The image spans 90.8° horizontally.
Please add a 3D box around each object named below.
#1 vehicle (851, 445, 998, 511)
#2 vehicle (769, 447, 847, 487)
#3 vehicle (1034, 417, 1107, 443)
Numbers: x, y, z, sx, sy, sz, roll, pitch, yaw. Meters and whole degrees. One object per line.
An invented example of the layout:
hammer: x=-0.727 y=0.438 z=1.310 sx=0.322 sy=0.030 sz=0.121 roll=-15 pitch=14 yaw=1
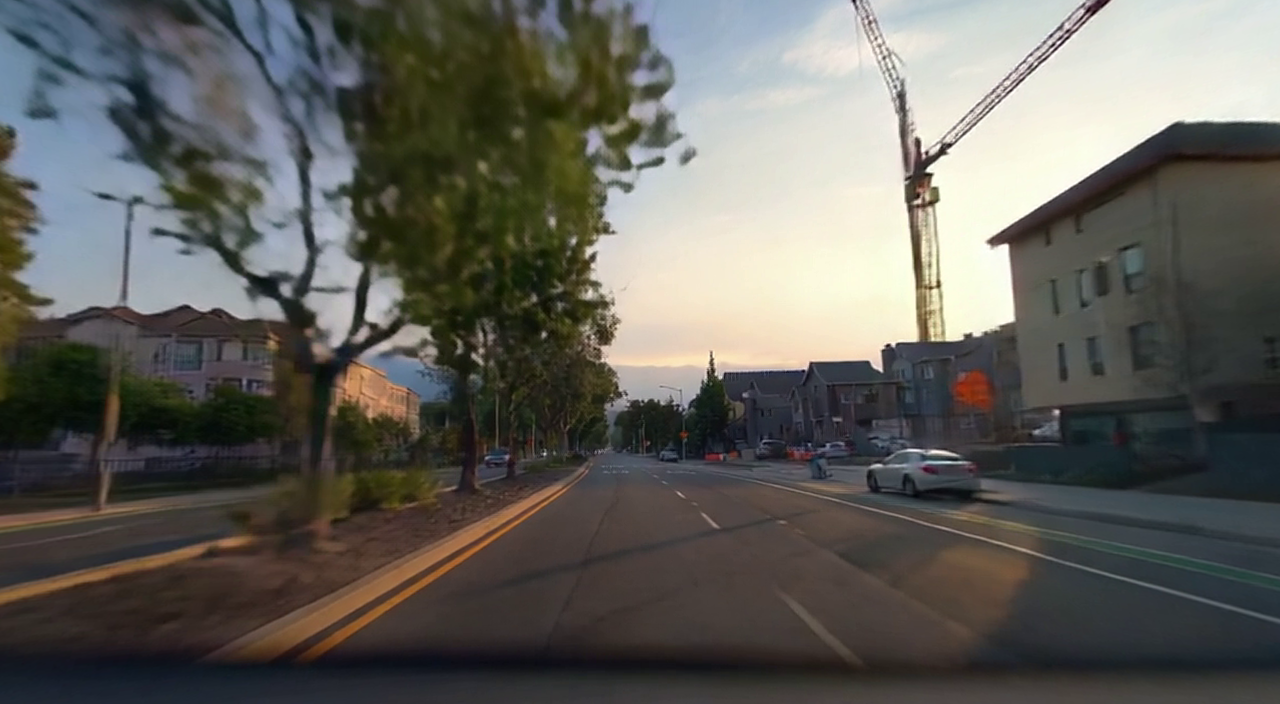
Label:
vehicle: x=7.995 y=3.531 z=18.314 sx=1.974 sy=1.472 sz=4.654 roll=6 pitch=-9 yaw=-2
vehicle: x=7.797 y=5.365 z=29.775 sx=1.977 sy=1.540 sz=4.307 roll=7 pitch=-9 yaw=-7
vehicle: x=32.156 y=5.882 z=47.382 sx=1.829 sy=1.713 sz=4.519 roll=-1 pitch=-8 yaw=-7
